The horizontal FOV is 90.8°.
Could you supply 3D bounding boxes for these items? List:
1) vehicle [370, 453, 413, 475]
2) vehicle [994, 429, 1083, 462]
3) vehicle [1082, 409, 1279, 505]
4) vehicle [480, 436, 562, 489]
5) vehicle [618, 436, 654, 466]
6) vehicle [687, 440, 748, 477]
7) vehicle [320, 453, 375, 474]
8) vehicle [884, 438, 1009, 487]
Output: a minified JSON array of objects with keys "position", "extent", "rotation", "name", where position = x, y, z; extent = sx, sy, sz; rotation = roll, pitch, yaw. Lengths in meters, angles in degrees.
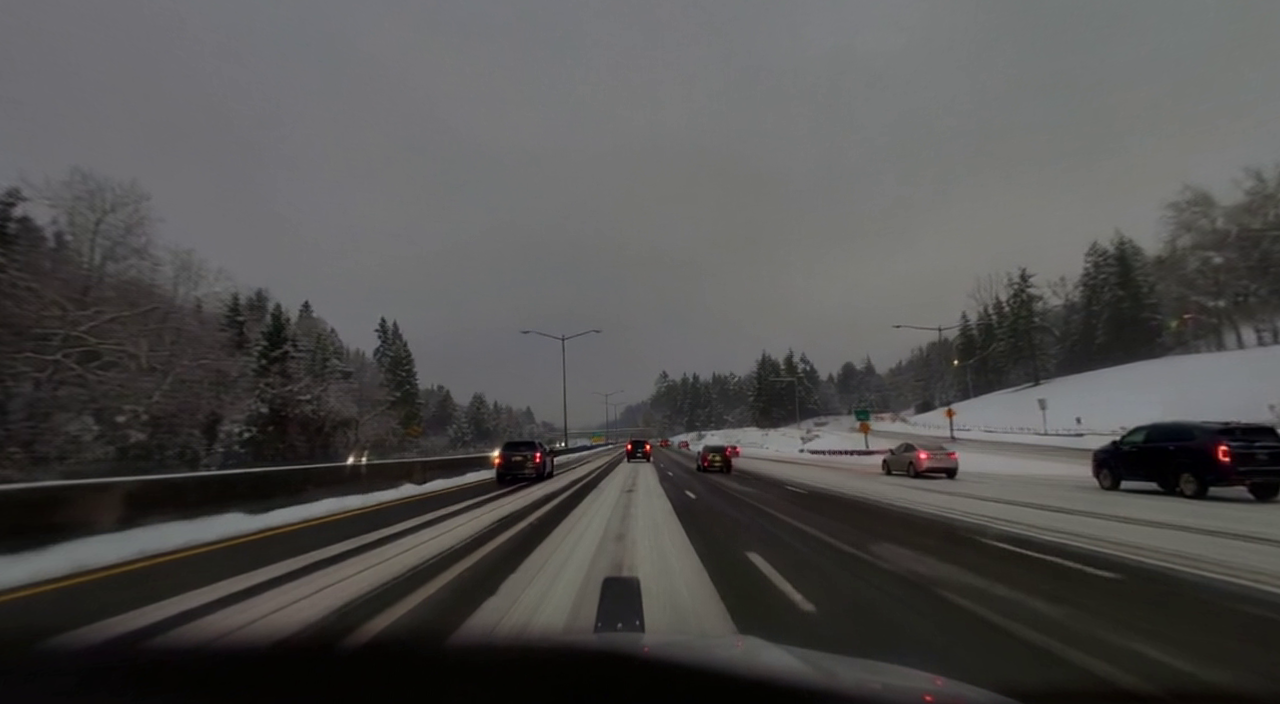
[{"position":[-16.246,7.315,41.452],"extent":[1.504,1.354,3.323],"rotation":[0,-8,0],"name":"vehicle"},{"position":[19.715,4.666,31.484],"extent":[1.787,1.510,3.947],"rotation":[0,-9,-1],"name":"vehicle"},{"position":[12.949,2.349,14.448],"extent":[2.076,1.799,4.871],"rotation":[0,-9,-1],"name":"vehicle"},{"position":[-3.972,3.765,21.838],"extent":[1.992,1.651,4.185],"rotation":[0,-9,0],"name":"vehicle"},{"position":[-0.241,6.474,41.298],"extent":[2.192,1.813,4.864],"rotation":[0,-9,0],"name":"vehicle"},{"position":[3.233,4.559,27.285],"extent":[2.007,1.469,4.337],"rotation":[0,-9,-1],"name":"vehicle"},{"position":[-22.897,8.739,49.644],"extent":[2.028,1.520,4.654],"rotation":[0,-9,0],"name":"vehicle"},{"position":[9.568,3.474,20.131],"extent":[1.910,1.384,3.867],"rotation":[0,-9,-2],"name":"vehicle"}]
